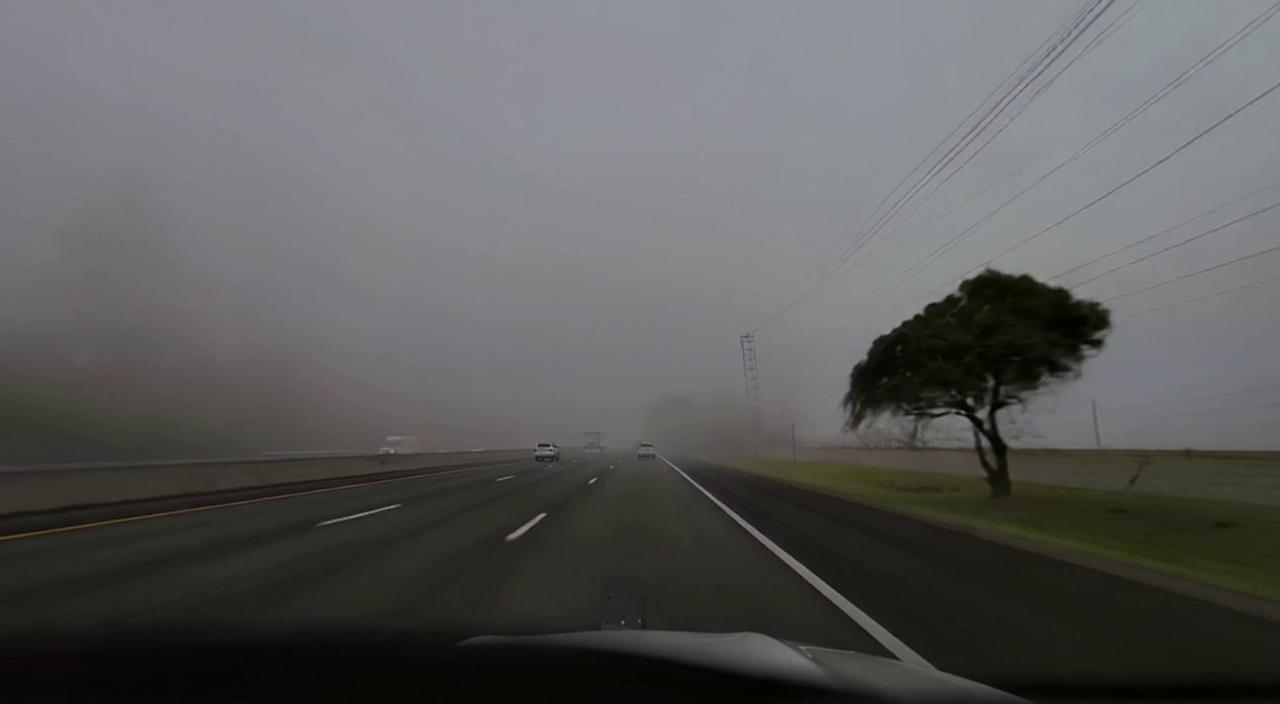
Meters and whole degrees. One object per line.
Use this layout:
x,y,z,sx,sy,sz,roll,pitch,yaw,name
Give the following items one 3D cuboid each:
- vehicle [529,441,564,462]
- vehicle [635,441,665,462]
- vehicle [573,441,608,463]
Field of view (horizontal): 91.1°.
-7.007,7.501,47.427,1.936,1.497,4.251,0,-8,2,vehicle
0.706,7.261,45.868,2.057,1.453,3.926,0,-8,0,vehicle
-3.367,6.878,43.282,2.046,1.478,4.111,0,-8,1,vehicle
